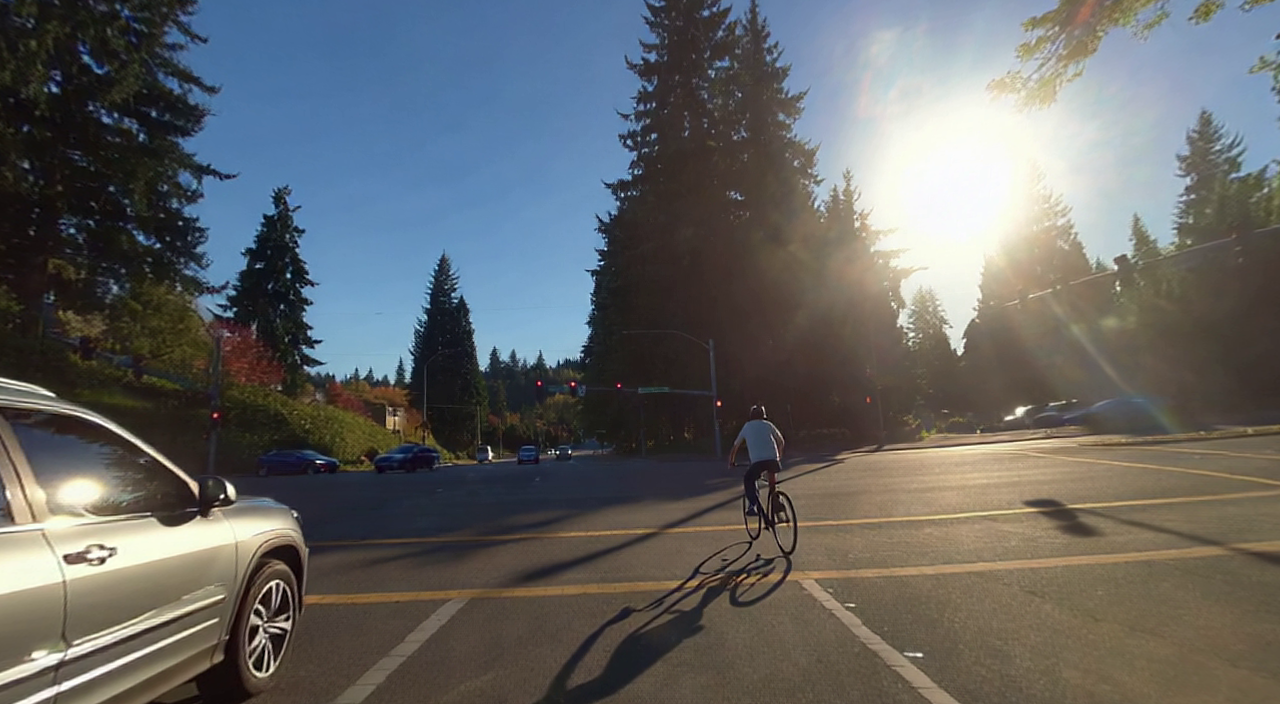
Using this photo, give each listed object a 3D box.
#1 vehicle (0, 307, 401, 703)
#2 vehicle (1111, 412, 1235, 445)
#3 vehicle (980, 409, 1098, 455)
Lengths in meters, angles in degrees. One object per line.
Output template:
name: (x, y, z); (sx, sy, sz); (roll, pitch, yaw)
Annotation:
vehicle: (-2.969, 0.872, 2.752); (2.049, 1.756, 4.602); (0, -8, 0)
vehicle: (25.742, 3.726, 30.509); (4.716, 1.507, 1.904); (2, -9, -11)
vehicle: (18.546, 3.752, 29.392); (4.237, 1.948, 1.997); (0, -9, -9)
